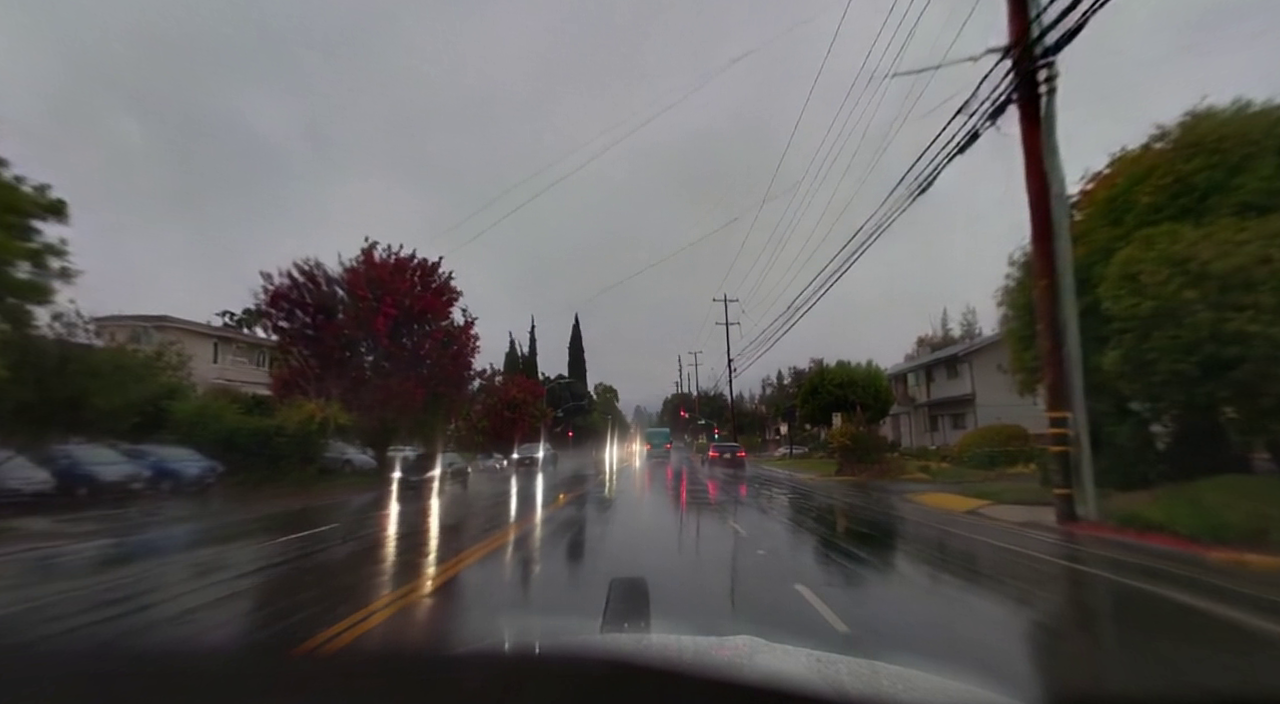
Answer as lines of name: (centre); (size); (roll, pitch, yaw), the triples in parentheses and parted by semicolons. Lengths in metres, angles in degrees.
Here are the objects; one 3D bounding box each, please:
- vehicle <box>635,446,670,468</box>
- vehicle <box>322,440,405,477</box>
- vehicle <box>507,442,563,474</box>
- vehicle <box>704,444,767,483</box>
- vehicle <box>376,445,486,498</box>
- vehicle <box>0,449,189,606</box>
vehicle: (0.864, 7.119, 42.870); (2.298, 1.359, 4.081); (0, -8, 1)
vehicle: (-16.094, 6.181, 37.114); (2.244, 1.851, 5.751); (-2, -8, 0)
vehicle: (-6.307, 6.444, 38.529); (2.303, 1.789, 5.423); (-1, -8, 2)
vehicle: (3.889, 4.618, 26.456); (1.951, 1.479, 4.487); (0, -8, 0)
vehicle: (-6.848, 3.941, 21.258); (1.997, 1.566, 4.637); (0, -8, 2)
vehicle: (-7.112, 1.689, 6.074); (2.168, 1.439, 4.457); (0, -8, 1)
